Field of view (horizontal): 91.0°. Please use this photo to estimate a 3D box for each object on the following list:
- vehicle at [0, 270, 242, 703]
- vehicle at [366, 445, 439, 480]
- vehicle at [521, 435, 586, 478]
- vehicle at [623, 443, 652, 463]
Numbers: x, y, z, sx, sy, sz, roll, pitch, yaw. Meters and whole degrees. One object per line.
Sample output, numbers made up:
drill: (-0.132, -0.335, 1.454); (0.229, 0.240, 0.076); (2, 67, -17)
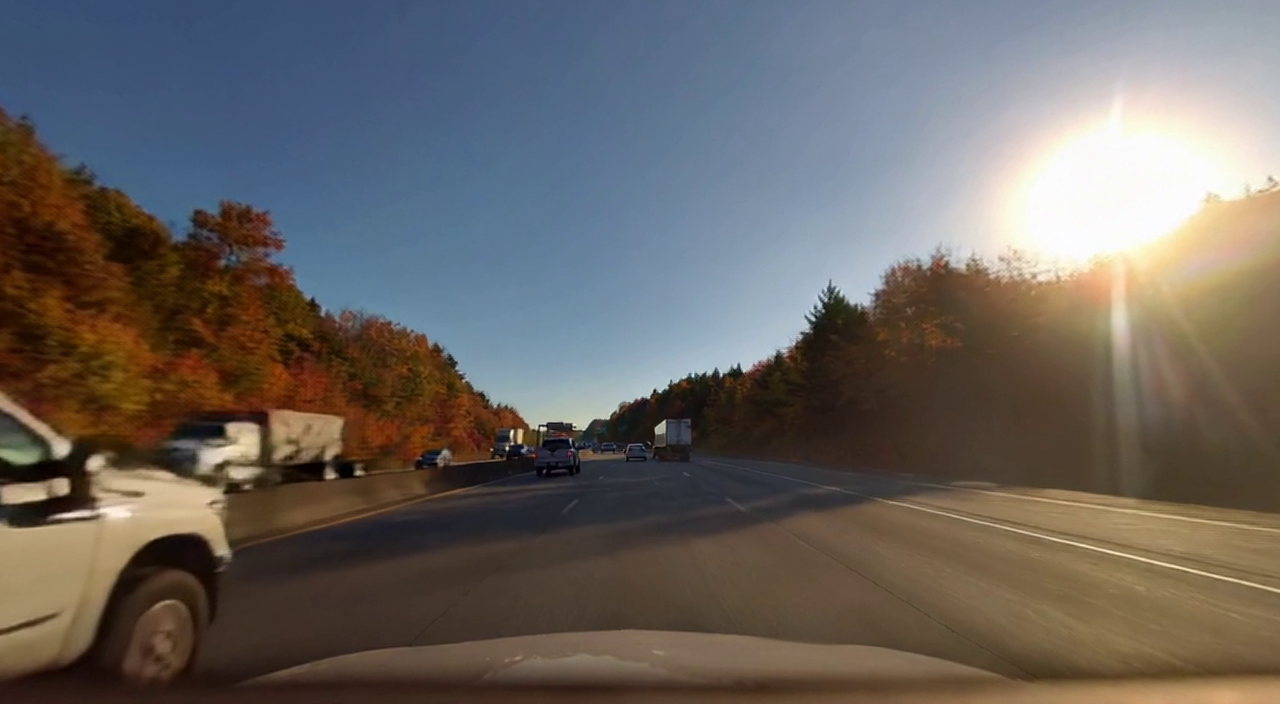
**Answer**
vehicle: (-3.471, 0.472, 0.988); (2.180, 1.916, 5.263); (0, -8, 1)
vehicle: (-10.932, 5.101, 29.299); (1.860, 1.464, 4.218); (0, -8, -2)
vehicle: (-3.639, 4.514, 27.415); (2.077, 1.669, 4.739); (0, -8, 1)
vehicle: (-0.200, 7.805, 48.730); (2.152, 1.484, 4.211); (0, -8, 0)
